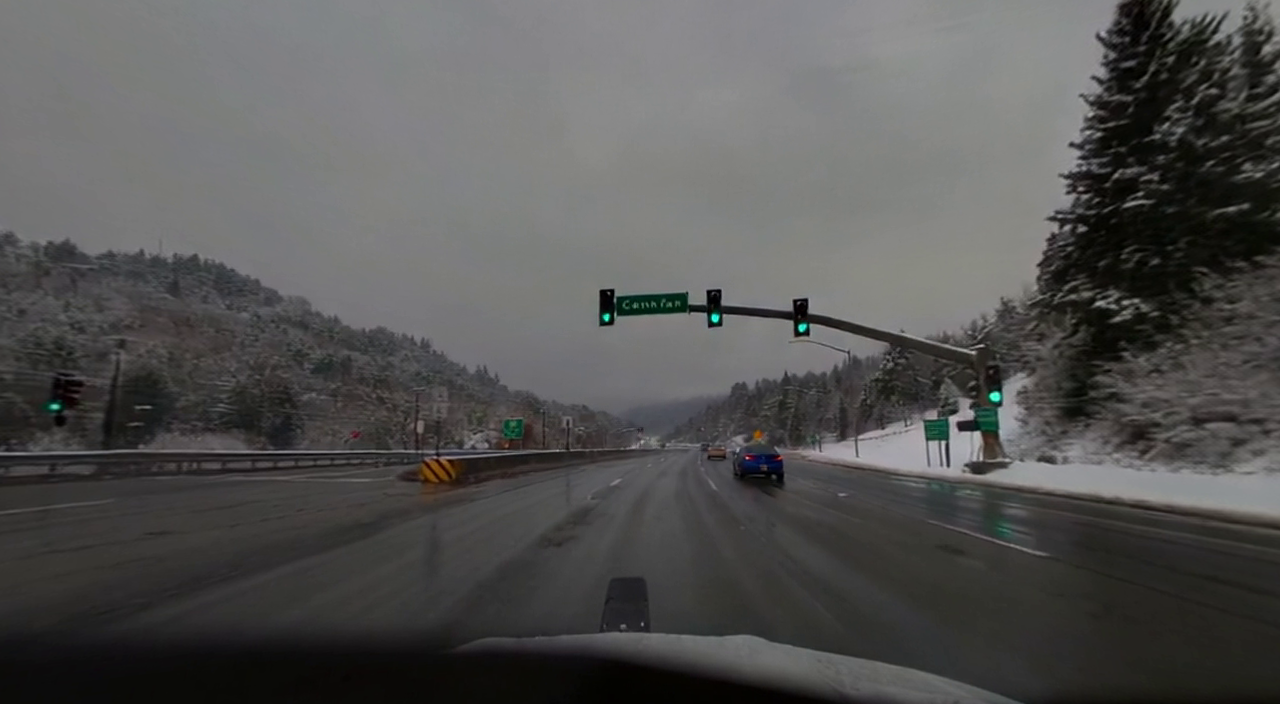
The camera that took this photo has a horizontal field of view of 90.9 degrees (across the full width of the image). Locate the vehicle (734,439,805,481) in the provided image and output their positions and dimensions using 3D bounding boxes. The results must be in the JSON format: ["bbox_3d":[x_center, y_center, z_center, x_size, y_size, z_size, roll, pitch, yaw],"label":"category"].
[{"bbox_3d":[4.896,4.132,24.388,1.916,1.469,4.481,0,-8,2],"label":"vehicle"}]
